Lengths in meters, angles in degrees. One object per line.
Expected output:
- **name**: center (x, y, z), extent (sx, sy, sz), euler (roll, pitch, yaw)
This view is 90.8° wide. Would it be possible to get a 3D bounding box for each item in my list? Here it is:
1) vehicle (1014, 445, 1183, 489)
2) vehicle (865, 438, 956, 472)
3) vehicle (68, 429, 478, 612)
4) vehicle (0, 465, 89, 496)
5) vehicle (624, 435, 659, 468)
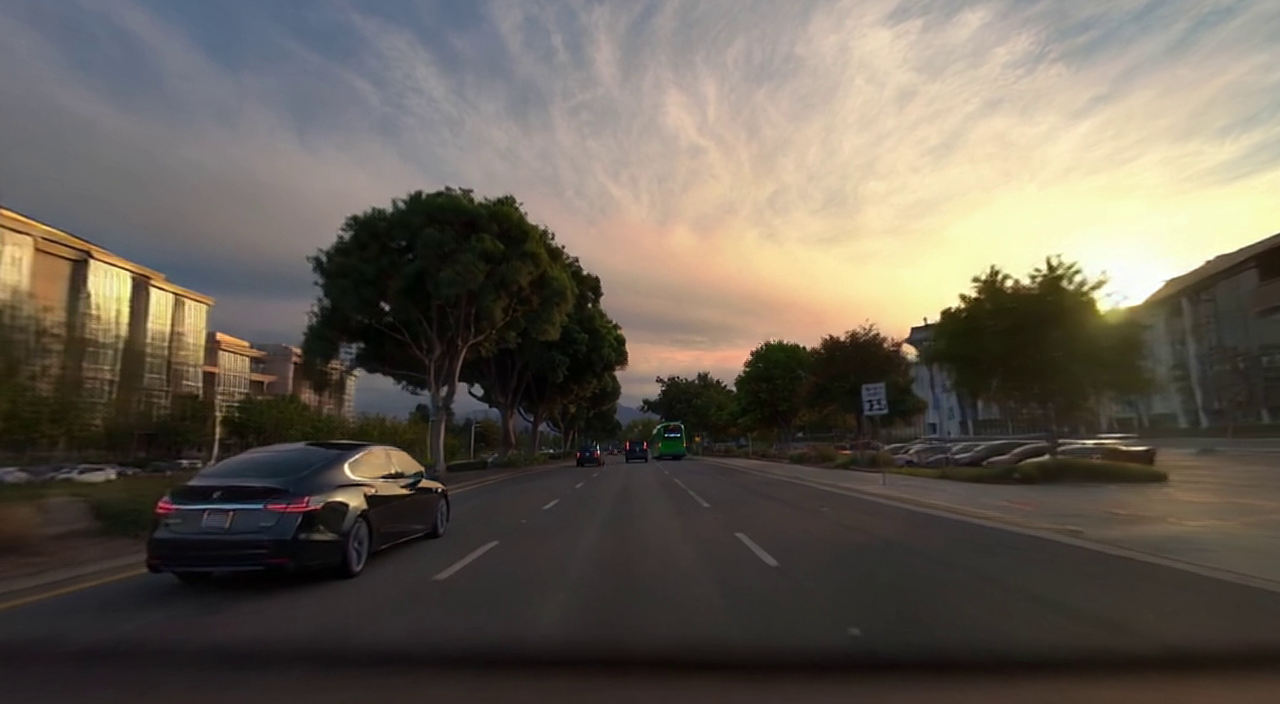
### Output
- **vehicle**: center (16.642, 4.183, 23.111), extent (4.682, 1.507, 1.878), euler (0, -9, 0)
- **vehicle**: center (16.818, 6.420, 39.433), extent (4.520, 1.834, 2.167), euler (-3, -10, -1)
- **vehicle**: center (-3.595, 1.729, 7.497), extent (2.120, 1.481, 4.535), euler (0, -9, 0)
- **vehicle**: center (-33.759, 7.097, 35.021), extent (4.553, 1.621, 1.999), euler (-1, -9, 4)
- **vehicle**: center (0.050, 6.983, 44.373), extent (2.336, 2.122, 5.207), euler (0, -9, -1)
